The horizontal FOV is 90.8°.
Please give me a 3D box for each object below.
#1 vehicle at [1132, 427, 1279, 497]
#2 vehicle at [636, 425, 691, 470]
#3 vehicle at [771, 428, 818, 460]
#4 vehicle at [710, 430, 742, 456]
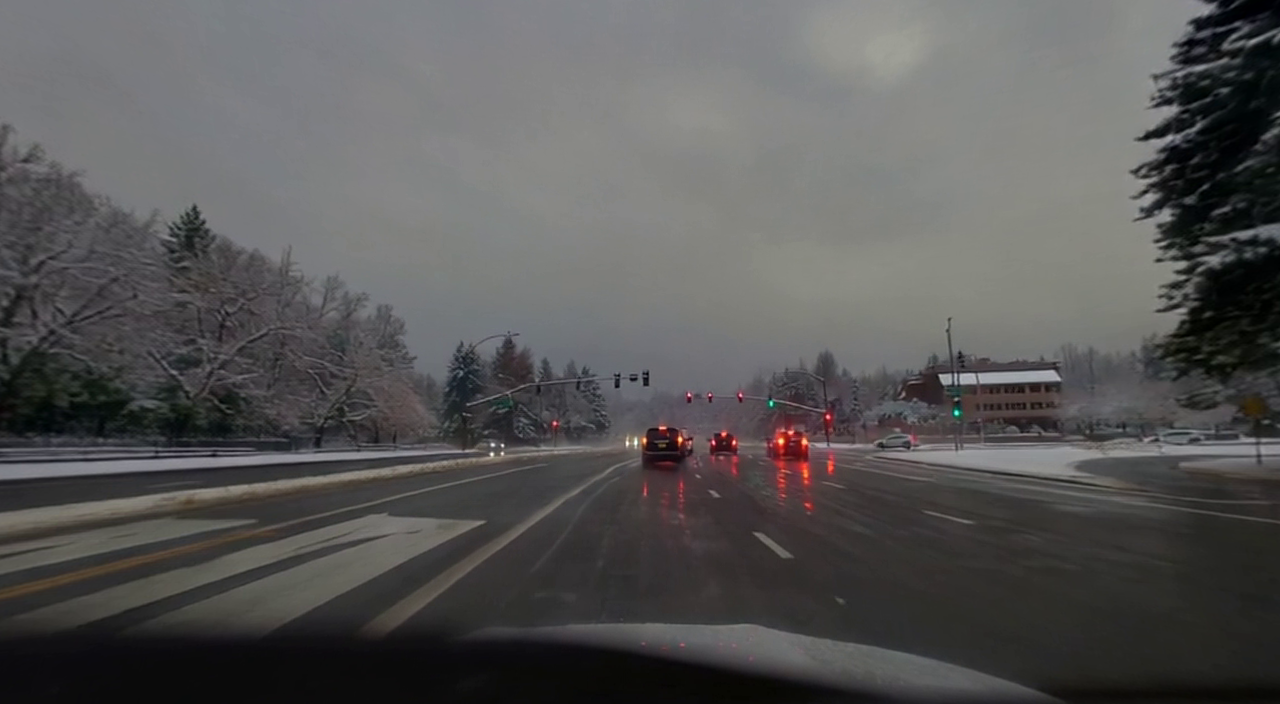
[{"bbox_3d":[15.524,2.890,16.887,2.118,1.606,4.640,-3,-9,17],"label":"vehicle"},{"bbox_3d":[1.082,4.163,27.499,2.211,1.795,4.179,-1,-9,4],"label":"vehicle"},{"bbox_3d":[9.257,5.578,38.265,2.074,1.791,4.393,-1,-9,5],"label":"vehicle"},{"bbox_3d":[6.452,6.772,46.940,2.188,1.774,4.646,-2,-9,9],"label":"vehicle"}]
